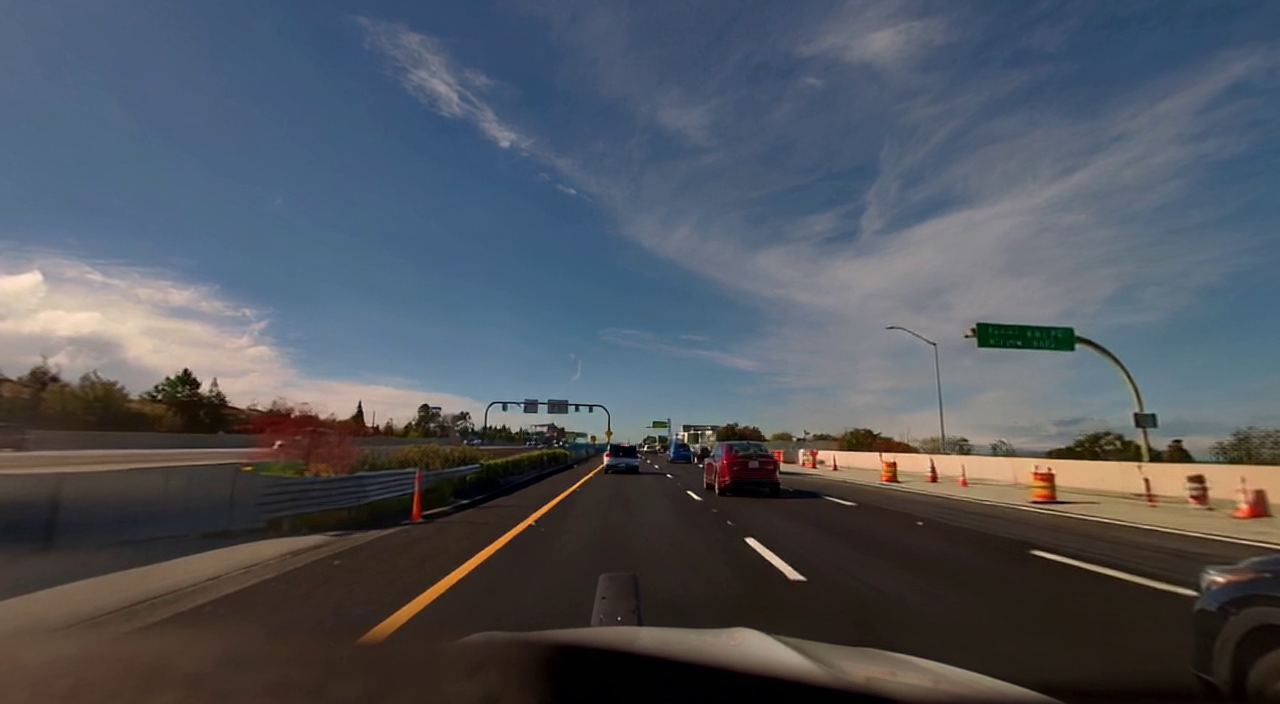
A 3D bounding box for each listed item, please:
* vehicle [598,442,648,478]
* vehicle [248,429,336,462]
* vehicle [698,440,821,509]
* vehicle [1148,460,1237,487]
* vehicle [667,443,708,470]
[{"bbox_3d":[-0.744,4.766,28.037,2.069,1.470,4.004,0,-9,-1],"label":"vehicle"},{"bbox_3d":[-20.253,5.492,37.095,2.209,1.764,5.258,0,-9,-1],"label":"vehicle"},{"bbox_3d":[2.774,2.961,15.820,2.042,1.460,4.451,0,-9,-2],"label":"vehicle"},{"bbox_3d":[31.566,6.929,36.228,1.607,1.396,3.554,1,-9,-6],"label":"vehicle"},{"bbox_3d":[2.716,6.130,37.145,1.916,1.487,4.117,0,-9,-3],"label":"vehicle"}]
